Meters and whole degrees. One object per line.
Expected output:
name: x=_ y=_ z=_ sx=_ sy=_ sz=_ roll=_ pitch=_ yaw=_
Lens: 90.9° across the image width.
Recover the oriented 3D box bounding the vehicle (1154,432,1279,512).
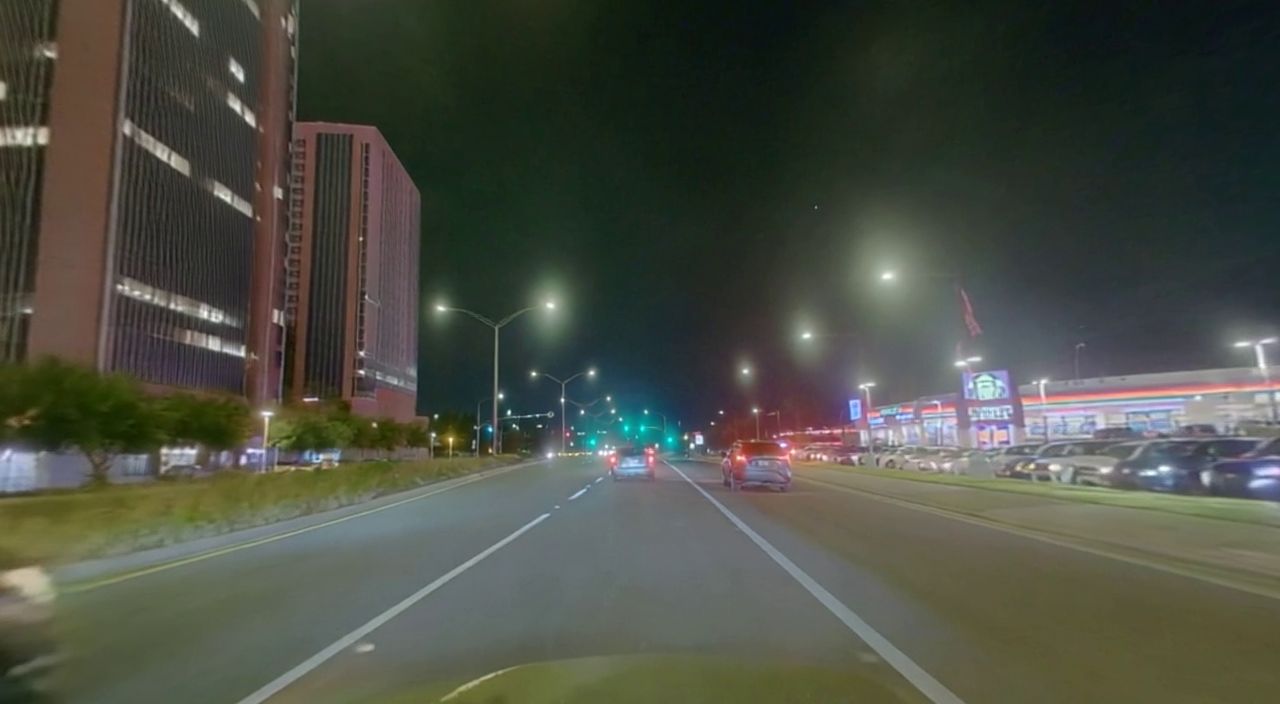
vehicle: x=13.498 y=2.520 z=13.637 sx=4.312 sy=1.485 sz=1.995 roll=4 pitch=-10 yaw=-27

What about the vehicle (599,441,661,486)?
vehicle: x=-0.338 y=4.012 z=22.975 sx=2.059 sy=1.477 sz=3.988 roll=0 pitch=-8 yaw=0

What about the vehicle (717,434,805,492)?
vehicle: x=3.837 y=3.595 z=20.769 sx=2.007 sy=1.683 sz=4.171 roll=0 pitch=-8 yaw=-1

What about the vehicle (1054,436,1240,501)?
vehicle: x=13.143 y=2.954 z=16.384 sx=3.972 sy=1.504 sz=1.976 roll=3 pitch=-9 yaw=-22

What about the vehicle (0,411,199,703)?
vehicle: x=-3.844 y=0.851 z=1.682 sx=2.029 sy=1.482 sz=4.591 roll=0 pitch=-8 yaw=0
